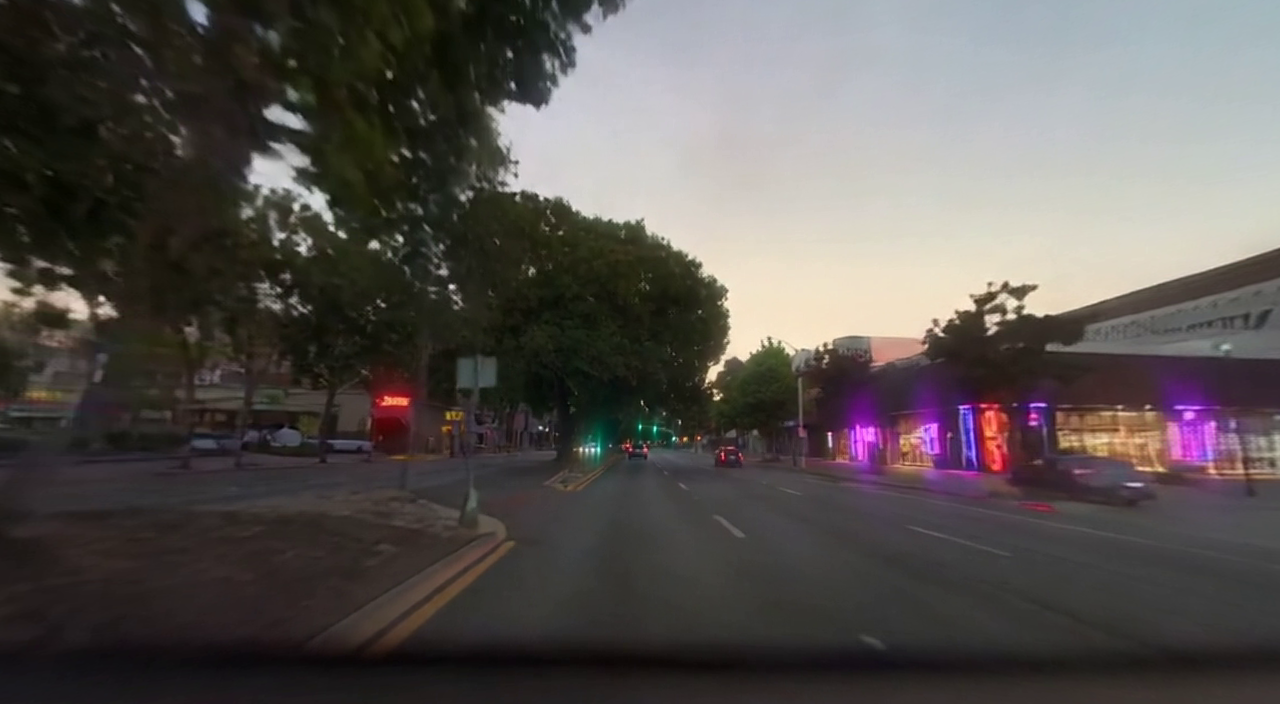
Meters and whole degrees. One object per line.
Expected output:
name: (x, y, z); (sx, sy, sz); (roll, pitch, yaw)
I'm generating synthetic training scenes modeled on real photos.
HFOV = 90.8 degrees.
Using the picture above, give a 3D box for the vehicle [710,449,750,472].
vehicle: (6.295, 7.622, 44.579); (2.024, 1.475, 4.600); (1, -9, -2)

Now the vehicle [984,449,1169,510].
vehicle: (13.482, 3.945, 19.730); (4.281, 1.719, 1.983); (1, -9, 0)
